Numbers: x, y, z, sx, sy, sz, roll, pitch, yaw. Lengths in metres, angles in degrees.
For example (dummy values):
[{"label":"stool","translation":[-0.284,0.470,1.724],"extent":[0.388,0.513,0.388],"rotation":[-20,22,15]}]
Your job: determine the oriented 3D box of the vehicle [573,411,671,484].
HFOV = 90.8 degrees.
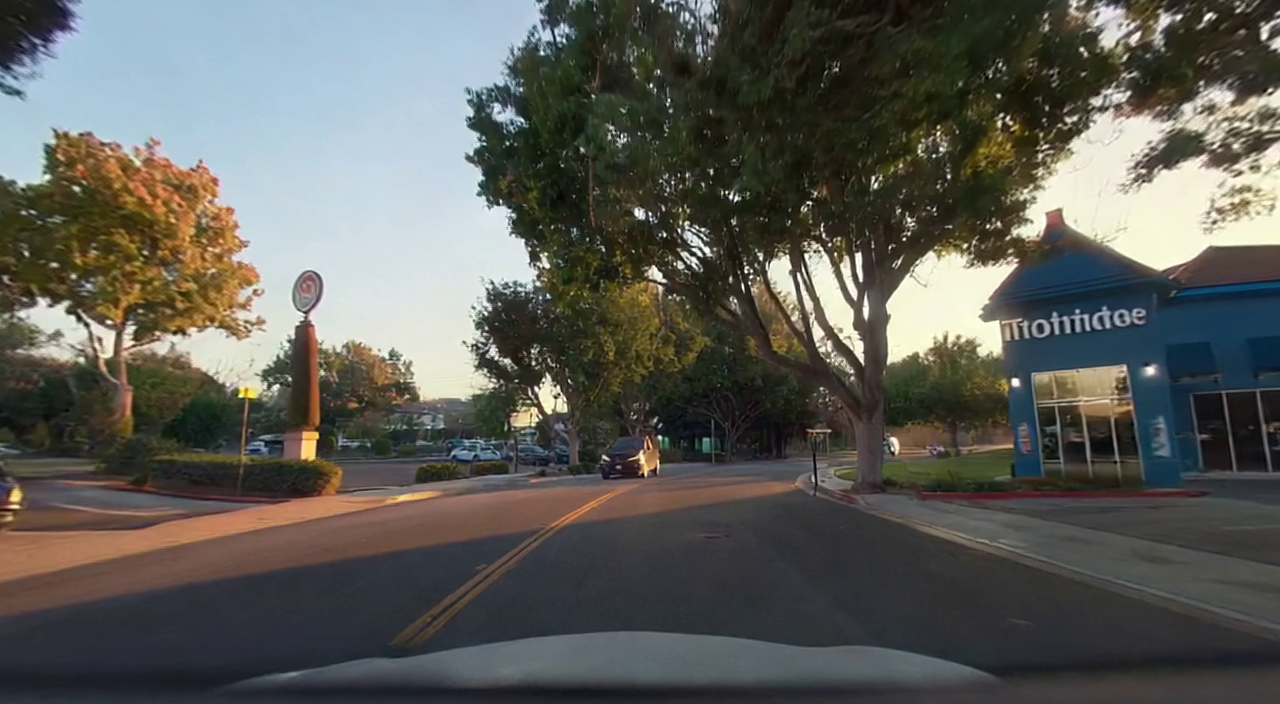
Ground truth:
[{"label":"vehicle","translation":[-0.591,4.347,28.849],"extent":[2.489,2.884,6.940],"rotation":[-3,-9,16]}]
